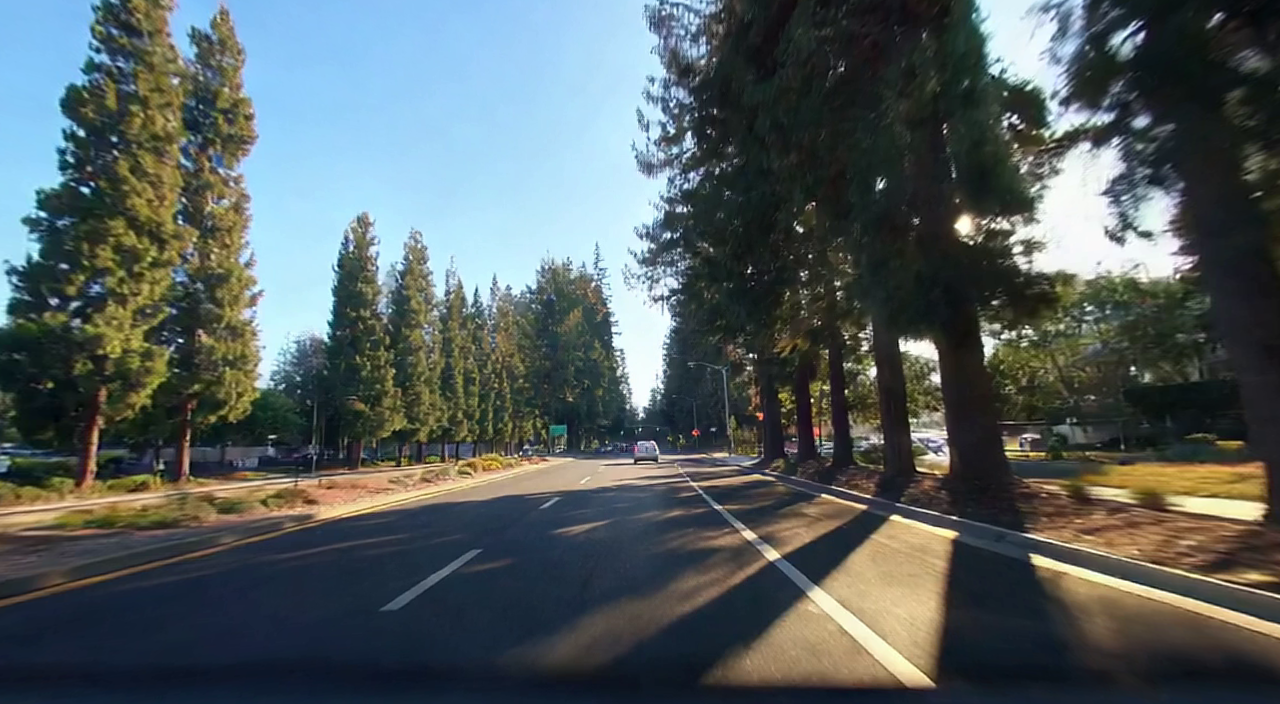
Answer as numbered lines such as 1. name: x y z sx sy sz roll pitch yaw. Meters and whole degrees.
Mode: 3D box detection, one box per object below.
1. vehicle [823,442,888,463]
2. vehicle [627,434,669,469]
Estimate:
1. vehicle: 15.502 7.242 45.422 3.913 1.384 1.893 -1 -8 0
2. vehicle: 0.410 5.283 33.568 2.135 1.691 3.884 0 -9 0
